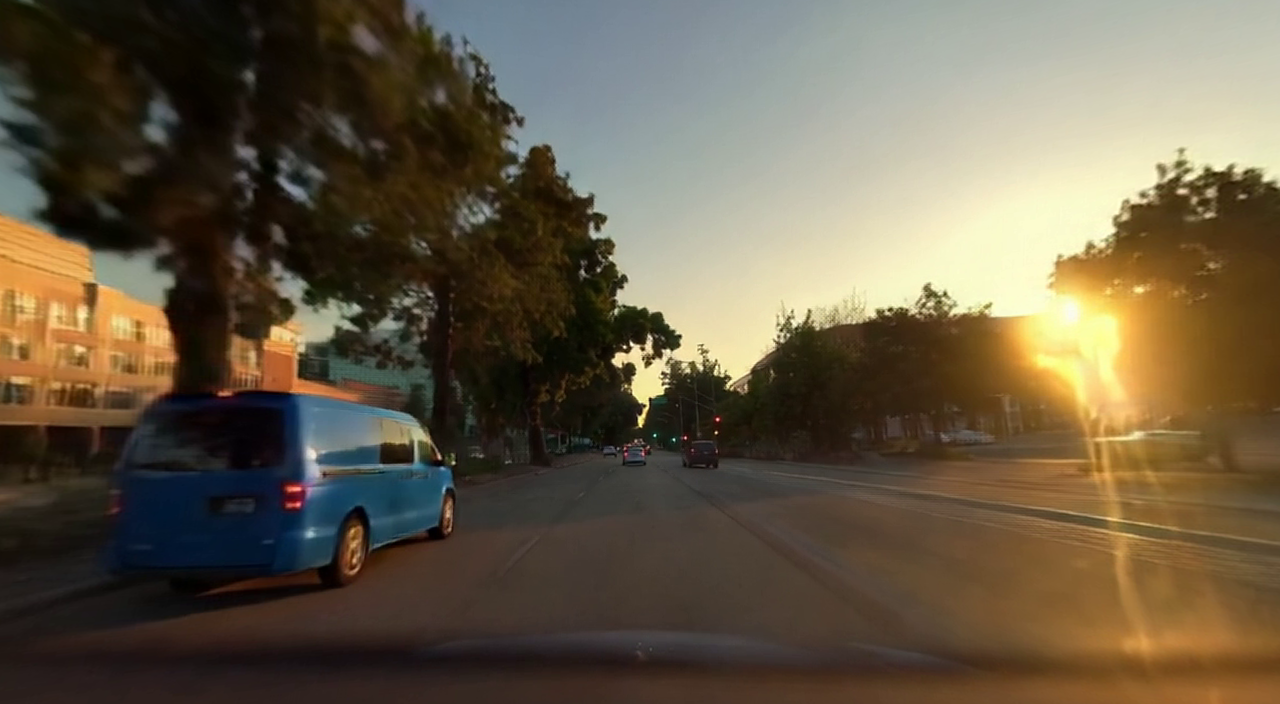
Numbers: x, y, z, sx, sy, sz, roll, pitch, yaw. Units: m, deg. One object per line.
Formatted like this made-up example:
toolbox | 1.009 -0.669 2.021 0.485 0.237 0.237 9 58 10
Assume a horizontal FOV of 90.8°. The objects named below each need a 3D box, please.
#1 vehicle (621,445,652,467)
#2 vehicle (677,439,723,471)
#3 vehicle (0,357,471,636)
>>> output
vehicle | -0.289 7.267 44.272 2.039 1.455 3.826 0 -9 -1
vehicle | 3.480 6.092 37.554 2.181 1.781 4.257 0 -9 -2
vehicle | -3.478 1.310 6.657 2.075 1.863 4.744 0 -9 0
